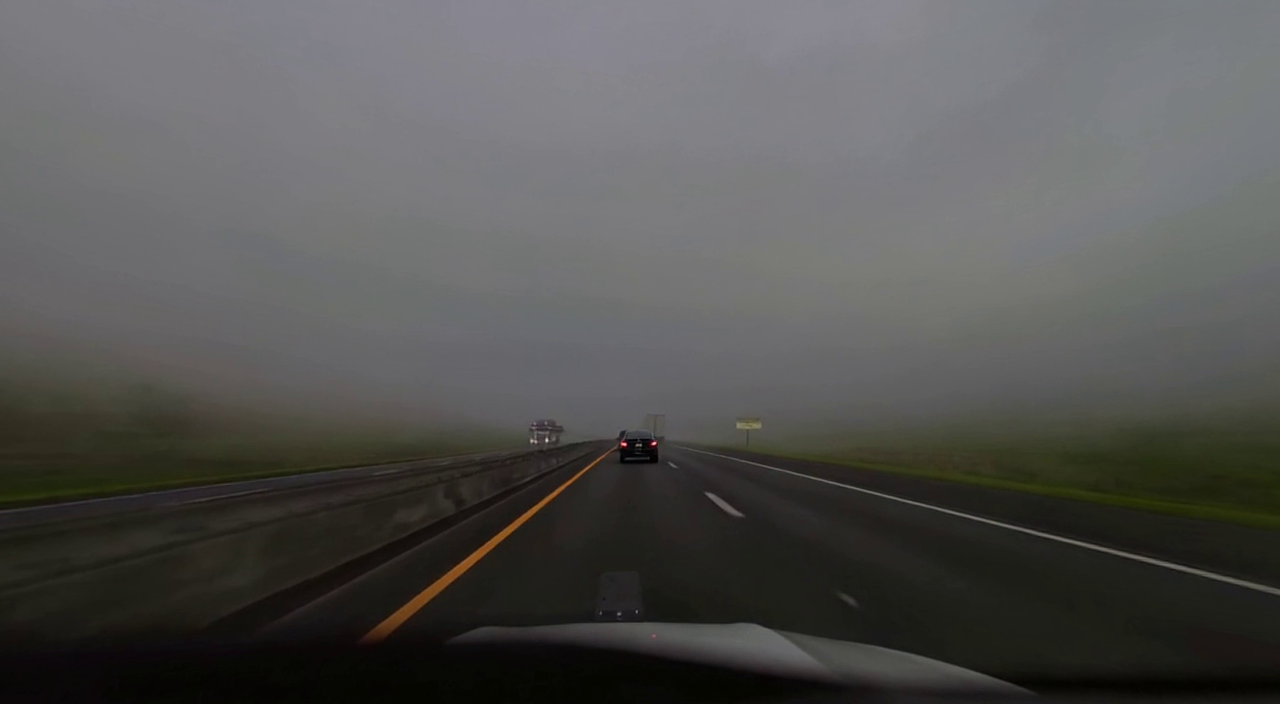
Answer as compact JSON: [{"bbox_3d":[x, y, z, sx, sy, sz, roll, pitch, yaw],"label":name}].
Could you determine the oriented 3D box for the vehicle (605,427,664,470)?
[{"bbox_3d":[-0.238,3.925,25.861,2.216,1.623,4.220,0,-8,-1],"label":"vehicle"}]
